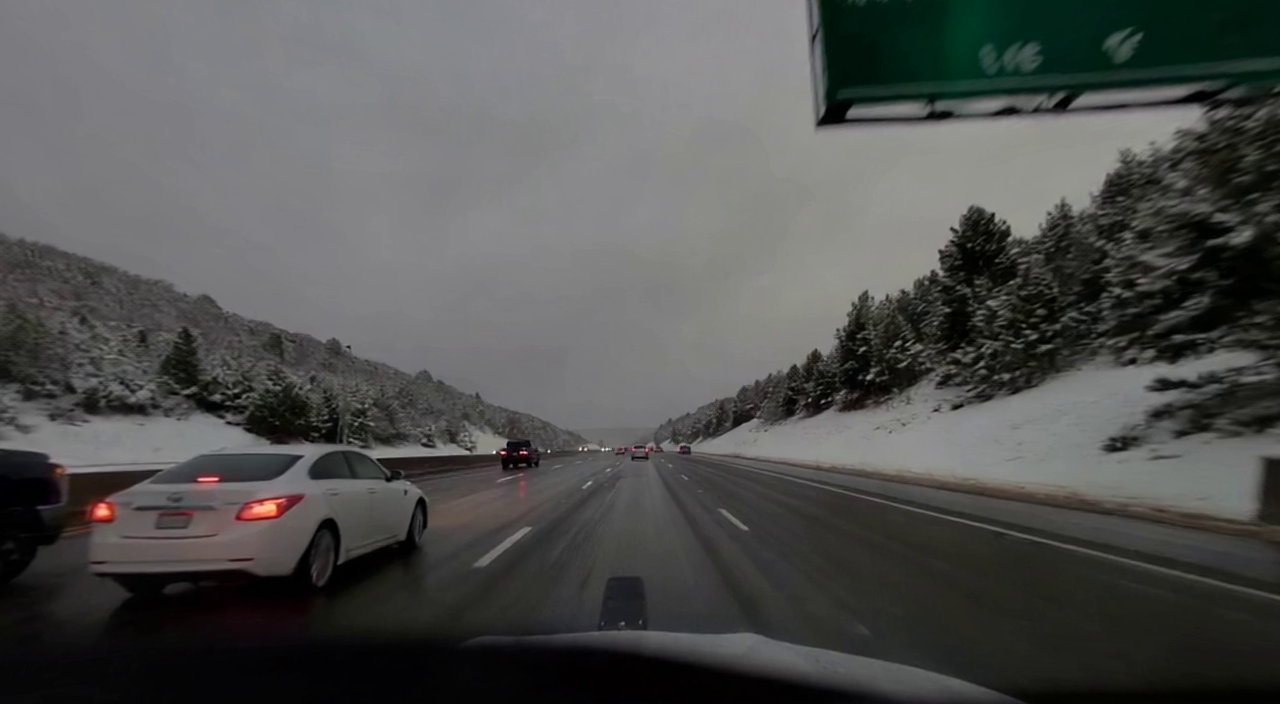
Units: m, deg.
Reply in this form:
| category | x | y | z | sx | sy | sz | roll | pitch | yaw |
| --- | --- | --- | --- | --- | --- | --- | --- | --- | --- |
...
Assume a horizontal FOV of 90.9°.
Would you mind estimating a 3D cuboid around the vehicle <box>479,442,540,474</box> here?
| category | x | y | z | sx | sy | sz | roll | pitch | yaw |
| --- | --- | --- | --- | --- | --- | --- | --- | --- | --- |
| vehicle | -6.800 | 5.576 | 33.503 | 2.047 | 1.532 | 4.980 | 0 | -8 | 1 |

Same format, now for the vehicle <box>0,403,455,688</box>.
| category | x | y | z | sx | sy | sz | roll | pitch | yaw |
| --- | --- | --- | --- | --- | --- | --- | --- | --- | --- |
| vehicle | -3.497 | 1.399 | 5.808 | 2.091 | 1.552 | 4.516 | 0 | -8 | 2 |
